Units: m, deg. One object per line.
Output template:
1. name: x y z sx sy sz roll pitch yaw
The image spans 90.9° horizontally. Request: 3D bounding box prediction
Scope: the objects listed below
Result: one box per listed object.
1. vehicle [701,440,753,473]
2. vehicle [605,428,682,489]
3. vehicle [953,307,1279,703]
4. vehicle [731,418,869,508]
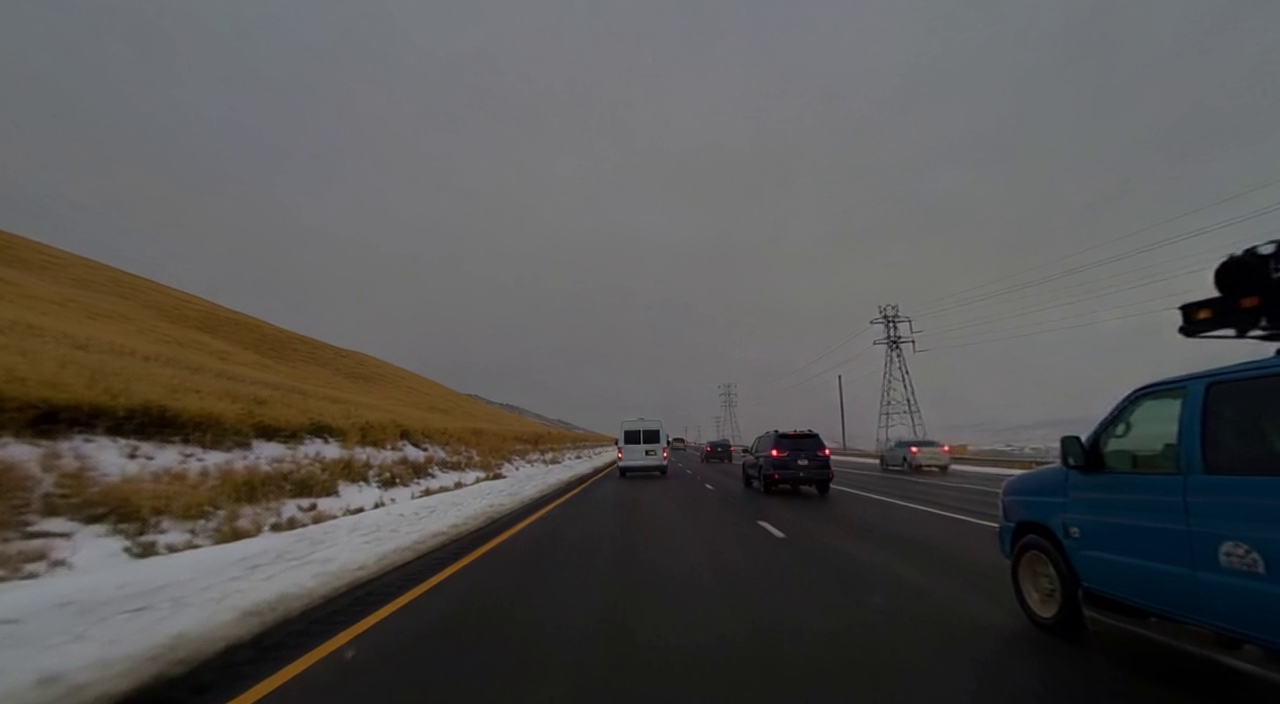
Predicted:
1. vehicle: 4.095 4.988 30.408 1.938 1.466 4.356 0 -8 1
2. vehicle: 0.138 3.490 20.926 2.268 1.772 4.523 0 -8 1
3. vehicle: 3.960 0.727 2.241 2.691 1.901 5.744 0 -8 -1
4. vehicle: 3.600 2.614 15.223 2.139 1.821 4.480 0 -8 0
